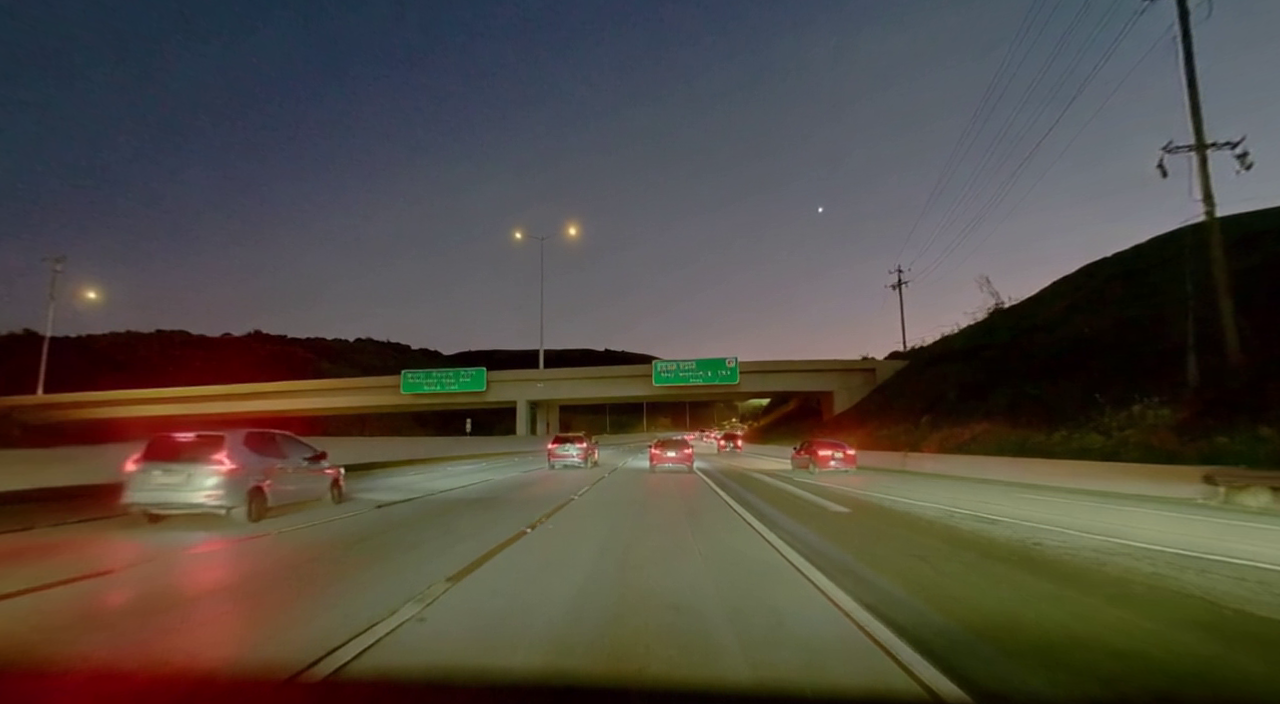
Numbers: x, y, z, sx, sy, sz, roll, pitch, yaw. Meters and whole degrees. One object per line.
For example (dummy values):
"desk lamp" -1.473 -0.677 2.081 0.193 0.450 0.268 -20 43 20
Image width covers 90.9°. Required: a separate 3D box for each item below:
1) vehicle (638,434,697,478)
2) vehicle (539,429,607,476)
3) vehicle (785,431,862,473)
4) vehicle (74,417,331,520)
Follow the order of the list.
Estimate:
"vehicle" 1.056 4.223 25.792 2.193 1.651 3.946 0 -8 0
"vehicle" -2.758 4.321 27.263 2.228 1.845 4.847 -1 -8 2
"vehicle" 9.115 5.025 31.837 2.059 1.938 4.793 0 -8 -5
"vehicle" -8.494 2.301 12.958 2.062 1.702 4.587 0 -8 -2
